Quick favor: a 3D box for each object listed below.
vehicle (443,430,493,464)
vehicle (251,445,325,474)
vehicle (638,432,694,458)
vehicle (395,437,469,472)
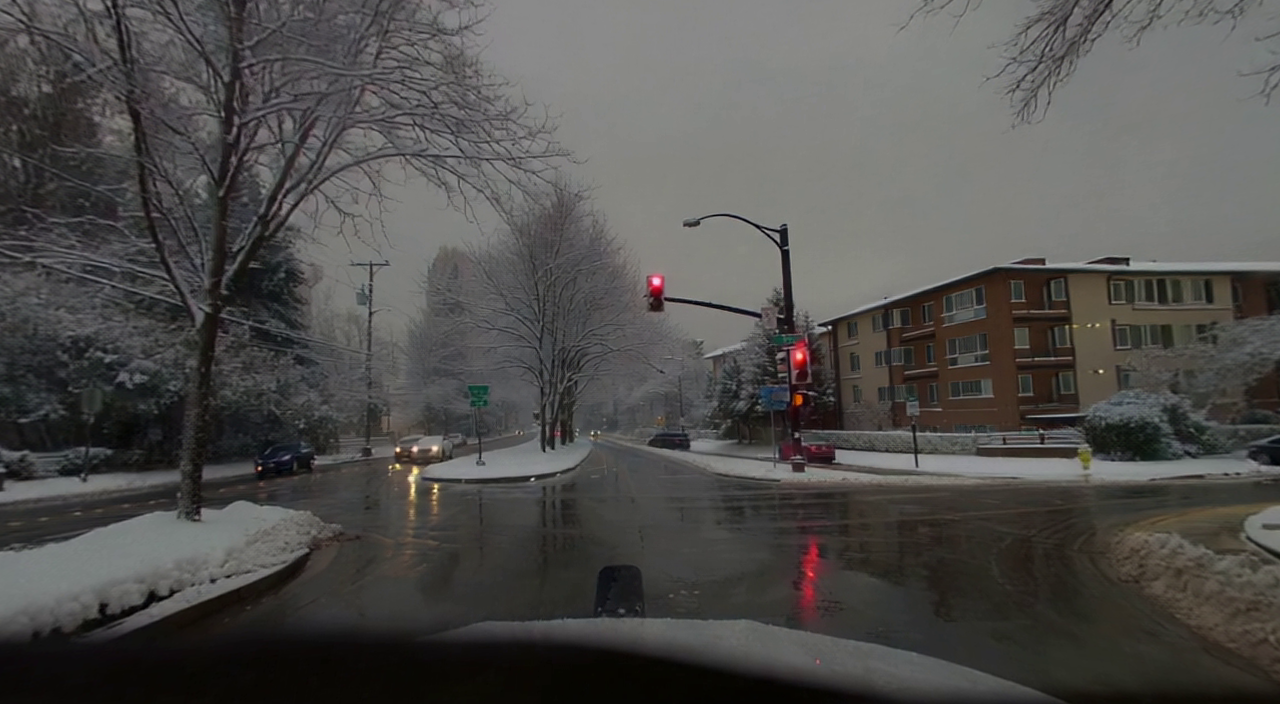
[{"bbox_3d":[-9.788,5.456,36.187,1.910,1.818,4.057,0,-9,-3],"label":"vehicle"},{"bbox_3d":[-21.109,6.463,38.095,1.981,1.628,4.336,0,-9,-1],"label":"vehicle"},{"bbox_3d":[1.592,5.943,40.387,2.073,1.571,4.790,3,-9,-17],"label":"vehicle"},{"bbox_3d":[-9.685,4.794,29.776,2.116,1.521,4.294,0,-9,-1],"label":"vehicle"}]
